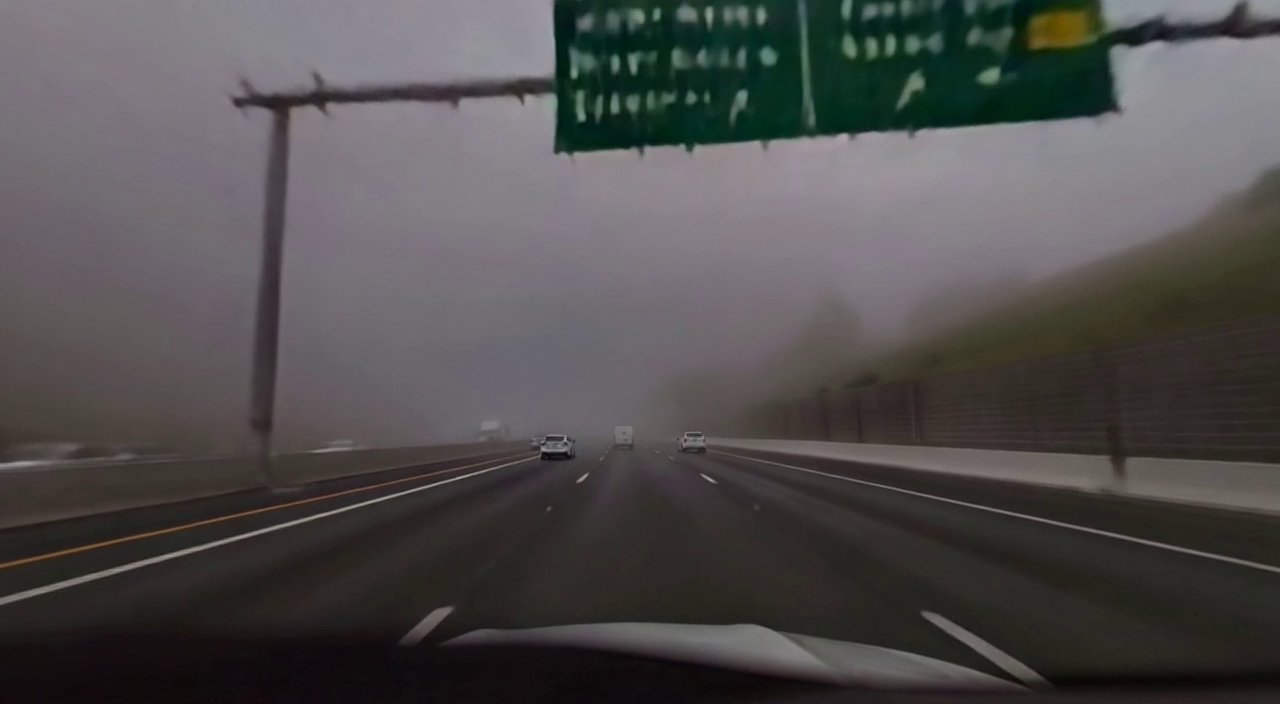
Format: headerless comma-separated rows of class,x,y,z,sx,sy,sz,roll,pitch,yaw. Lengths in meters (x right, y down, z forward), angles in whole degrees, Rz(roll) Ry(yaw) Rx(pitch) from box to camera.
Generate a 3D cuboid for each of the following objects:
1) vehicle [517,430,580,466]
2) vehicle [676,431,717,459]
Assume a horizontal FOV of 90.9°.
vehicle,-4.018,4.272,28.316,2.204,1.486,4.121,0,-8,0
vehicle,3.100,5.169,35.100,1.806,1.469,3.681,0,-8,-2
